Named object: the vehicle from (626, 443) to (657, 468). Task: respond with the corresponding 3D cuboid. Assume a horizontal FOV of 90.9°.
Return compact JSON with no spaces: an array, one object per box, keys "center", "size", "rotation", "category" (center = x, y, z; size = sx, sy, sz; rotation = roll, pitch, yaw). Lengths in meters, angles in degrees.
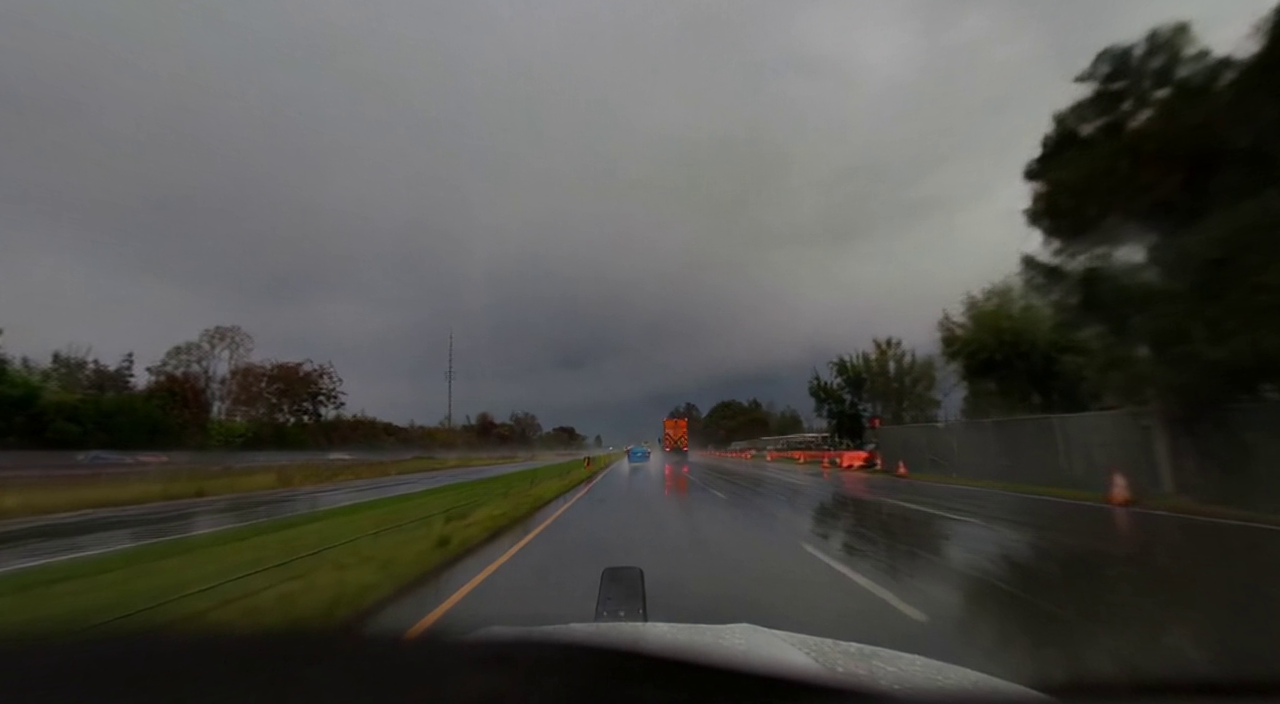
[{"center":[0.077,6.998,42.755],"size":[2.065,1.573,3.734],"rotation":[0,-9,0],"category":"vehicle"}]
